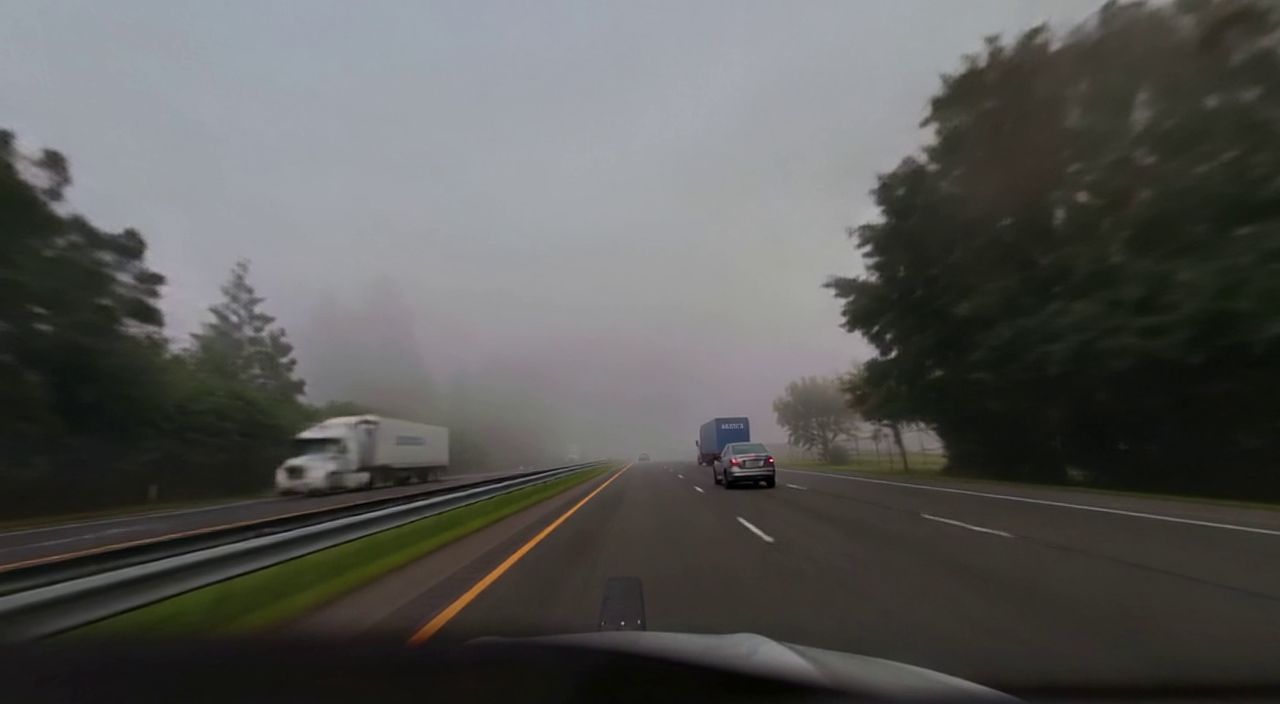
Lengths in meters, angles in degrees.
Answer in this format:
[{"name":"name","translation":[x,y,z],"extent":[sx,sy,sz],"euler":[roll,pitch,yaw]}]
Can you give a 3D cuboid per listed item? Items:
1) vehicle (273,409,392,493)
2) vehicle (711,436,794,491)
[{"name":"vehicle","translation":[-15.400,5.039,32.193],"extent":[2.984,3.868,5.911],"euler":[0,-9,0]},{"name":"vehicle","translation":[3.886,3.939,22.537],"extent":[2.093,1.742,4.167],"euler":[0,-9,-1]}]
